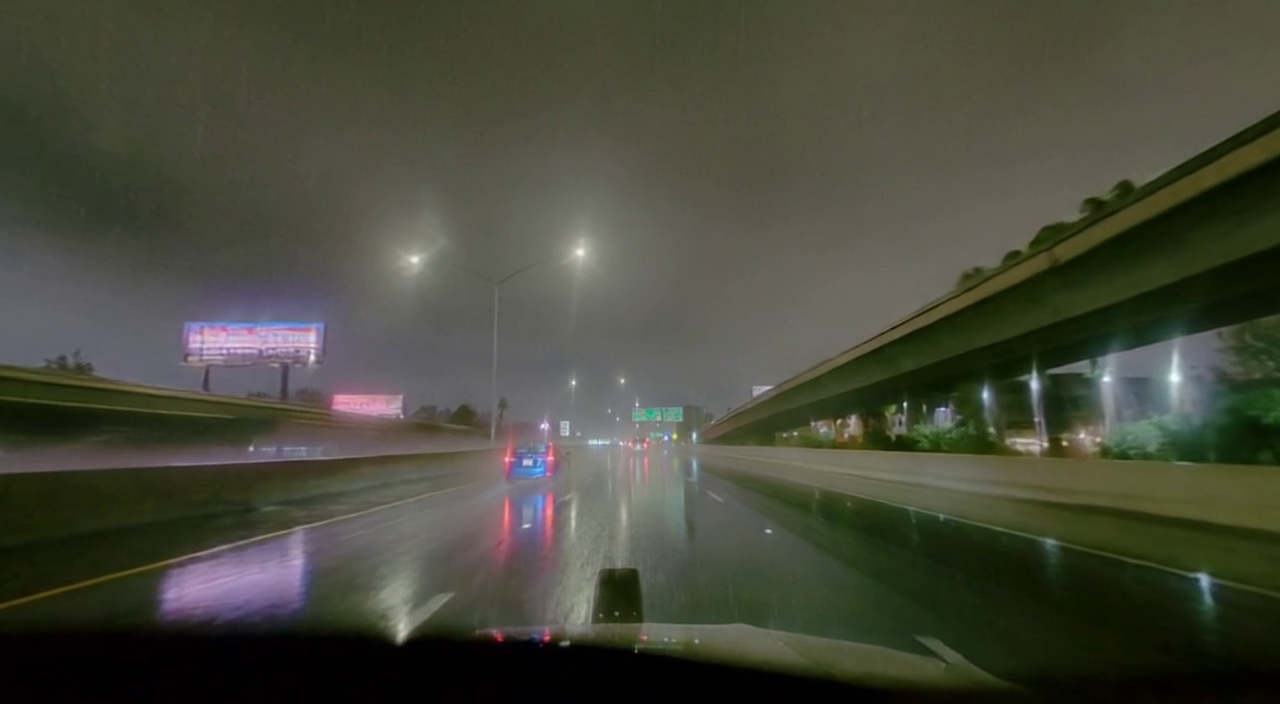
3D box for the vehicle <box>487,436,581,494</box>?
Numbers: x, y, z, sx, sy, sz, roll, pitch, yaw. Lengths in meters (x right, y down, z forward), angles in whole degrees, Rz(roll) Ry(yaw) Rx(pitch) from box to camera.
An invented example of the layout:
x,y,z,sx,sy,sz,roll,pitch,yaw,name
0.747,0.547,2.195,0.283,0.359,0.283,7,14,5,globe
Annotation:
x,y,z,sx,sy,sz,roll,pitch,yaw,name
-3.077,3.401,19.457,2.029,1.557,4.570,0,-9,1,vehicle
